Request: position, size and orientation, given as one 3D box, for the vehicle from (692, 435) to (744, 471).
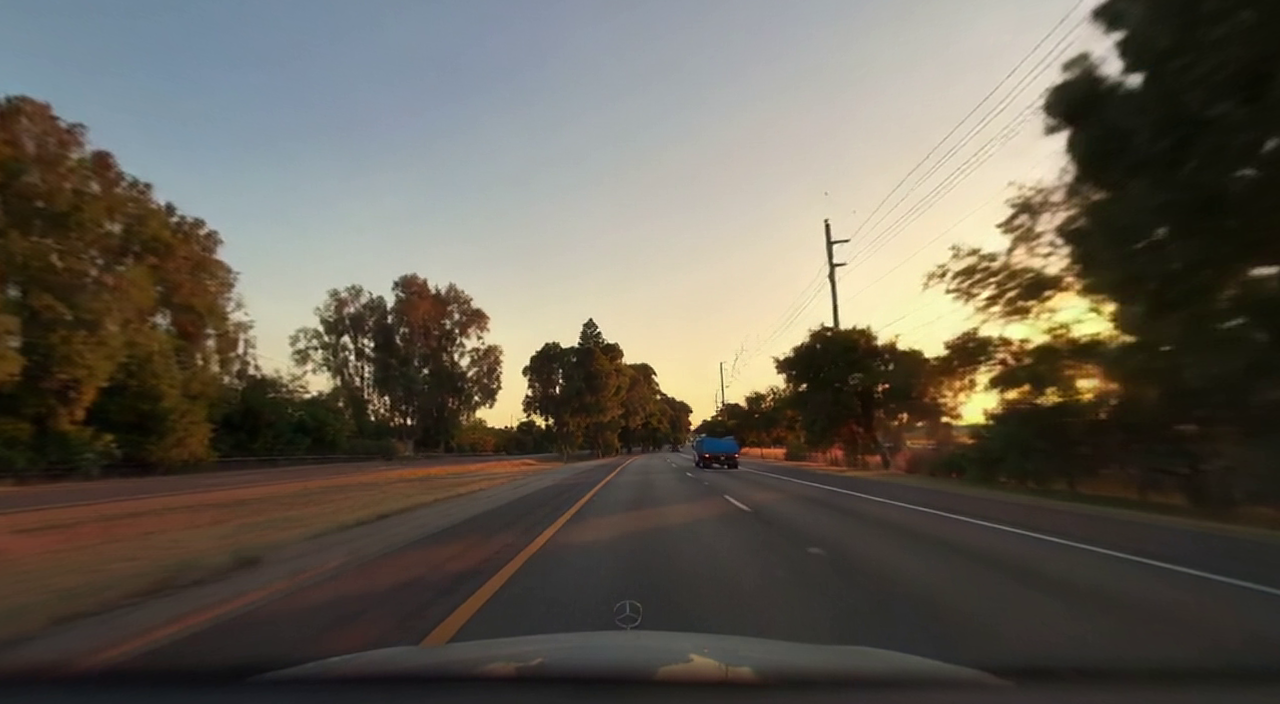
[{"bbox_3d":[4.278,5.685,35.458,2.228,1.852,5.449,0,-9,0],"label":"vehicle"}]
